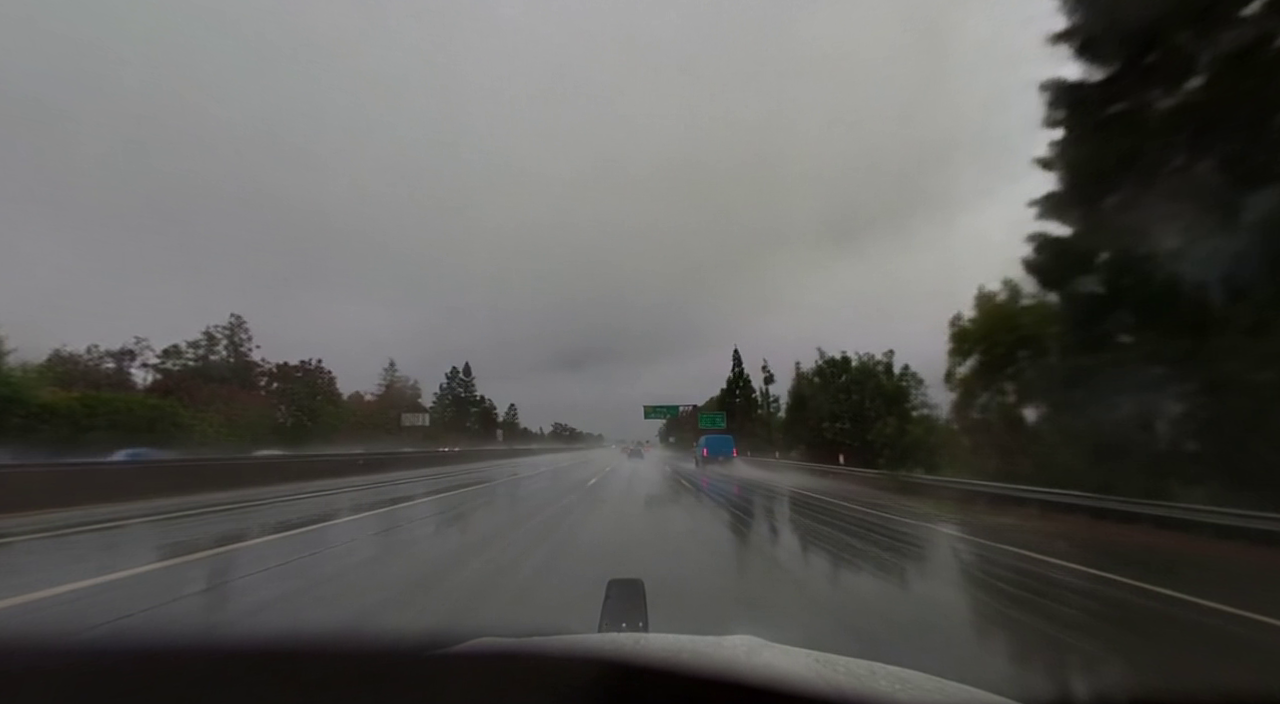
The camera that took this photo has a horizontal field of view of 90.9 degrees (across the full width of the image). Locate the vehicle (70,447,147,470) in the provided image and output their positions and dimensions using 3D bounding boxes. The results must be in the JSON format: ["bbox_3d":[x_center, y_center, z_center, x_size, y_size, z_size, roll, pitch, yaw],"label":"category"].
[{"bbox_3d":[-36.619,7.347,43.576,1.730,1.425,4.082,-1,-8,0],"label":"vehicle"}]

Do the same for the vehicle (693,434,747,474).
[{"bbox_3d":[4.183,5.439,33.817,2.172,1.930,4.879,0,-8,-1],"label":"vehicle"}]
